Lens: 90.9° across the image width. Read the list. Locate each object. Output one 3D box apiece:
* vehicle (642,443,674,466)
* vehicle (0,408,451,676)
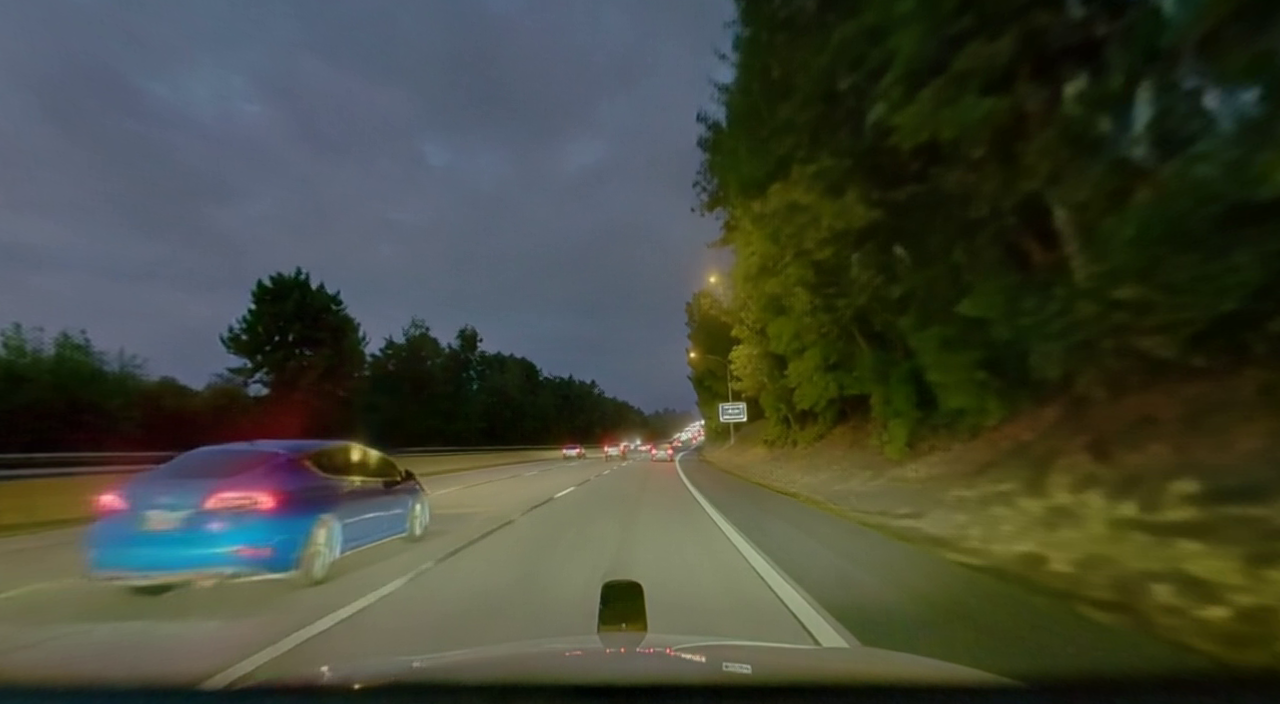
[{"bbox_3d":[1.285,7.053,43.542,2.113,1.464,4.073,0,-8,3],"label":"vehicle"},{"bbox_3d":[-3.501,1.421,5.924,2.024,1.531,4.431,0,-8,1],"label":"vehicle"}]
